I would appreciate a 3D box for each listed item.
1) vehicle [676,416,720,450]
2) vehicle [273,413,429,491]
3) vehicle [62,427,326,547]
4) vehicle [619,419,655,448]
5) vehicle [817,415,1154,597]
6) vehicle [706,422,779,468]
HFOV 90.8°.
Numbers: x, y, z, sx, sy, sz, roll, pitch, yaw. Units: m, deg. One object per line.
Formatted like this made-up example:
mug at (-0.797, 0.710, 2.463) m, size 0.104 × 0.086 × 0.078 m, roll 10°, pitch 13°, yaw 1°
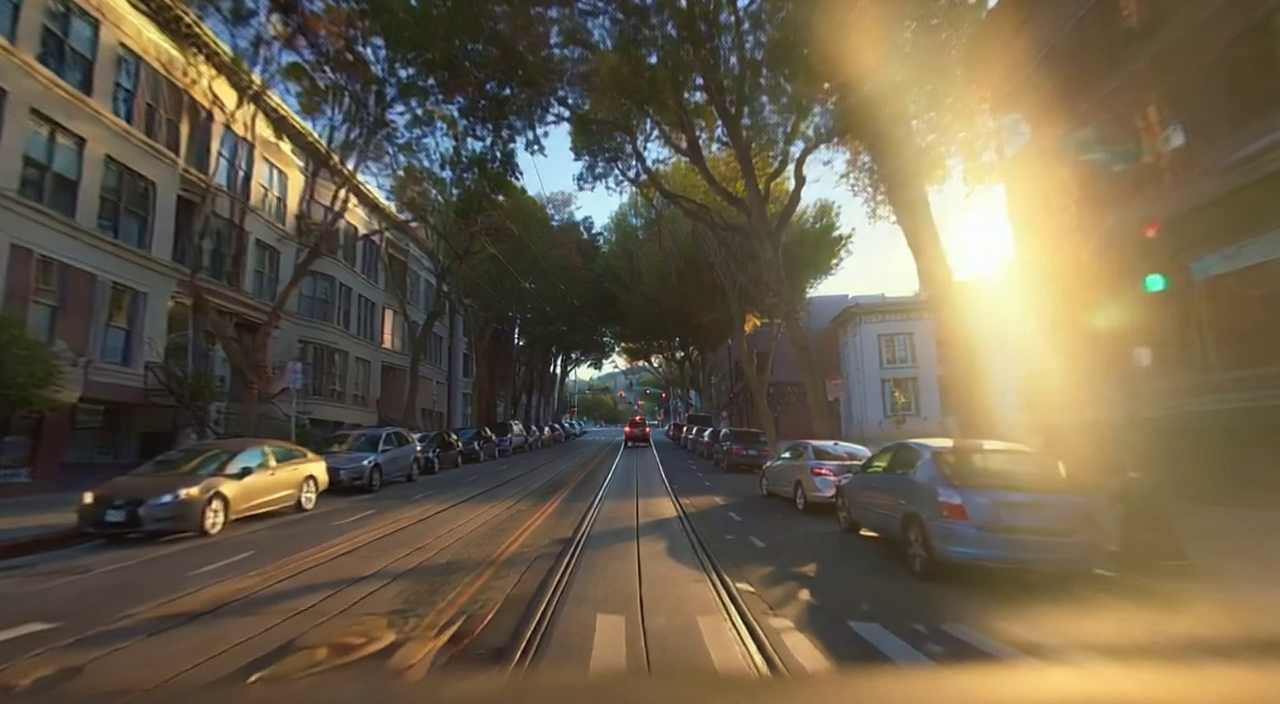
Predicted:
vehicle at (3.662, 5.182, 40.812) m, size 2.242 × 2.000 × 6.340 m, roll 1°, pitch -6°, yaw 0°
vehicle at (-7.429, 2.659, 16.870) m, size 1.861 × 1.751 × 4.550 m, roll 1°, pitch -9°, yaw 2°
vehicle at (-7.356, 2.164, 11.027) m, size 1.779 × 1.588 × 3.953 m, roll 2°, pitch -6°, yaw -2°
vehicle at (-0.230, 4.728, 36.455) m, size 1.984 × 1.571 × 3.404 m, roll 0°, pitch -8°, yaw -1°
vehicle at (3.904, 1.775, 8.182) m, size 1.929 × 1.723 × 4.134 m, roll 0°, pitch -8°, yaw -1°
vehicle at (3.757, 3.513, 23.921) m, size 1.890 × 1.559 × 4.281 m, roll 0°, pitch -8°, yaw -2°
